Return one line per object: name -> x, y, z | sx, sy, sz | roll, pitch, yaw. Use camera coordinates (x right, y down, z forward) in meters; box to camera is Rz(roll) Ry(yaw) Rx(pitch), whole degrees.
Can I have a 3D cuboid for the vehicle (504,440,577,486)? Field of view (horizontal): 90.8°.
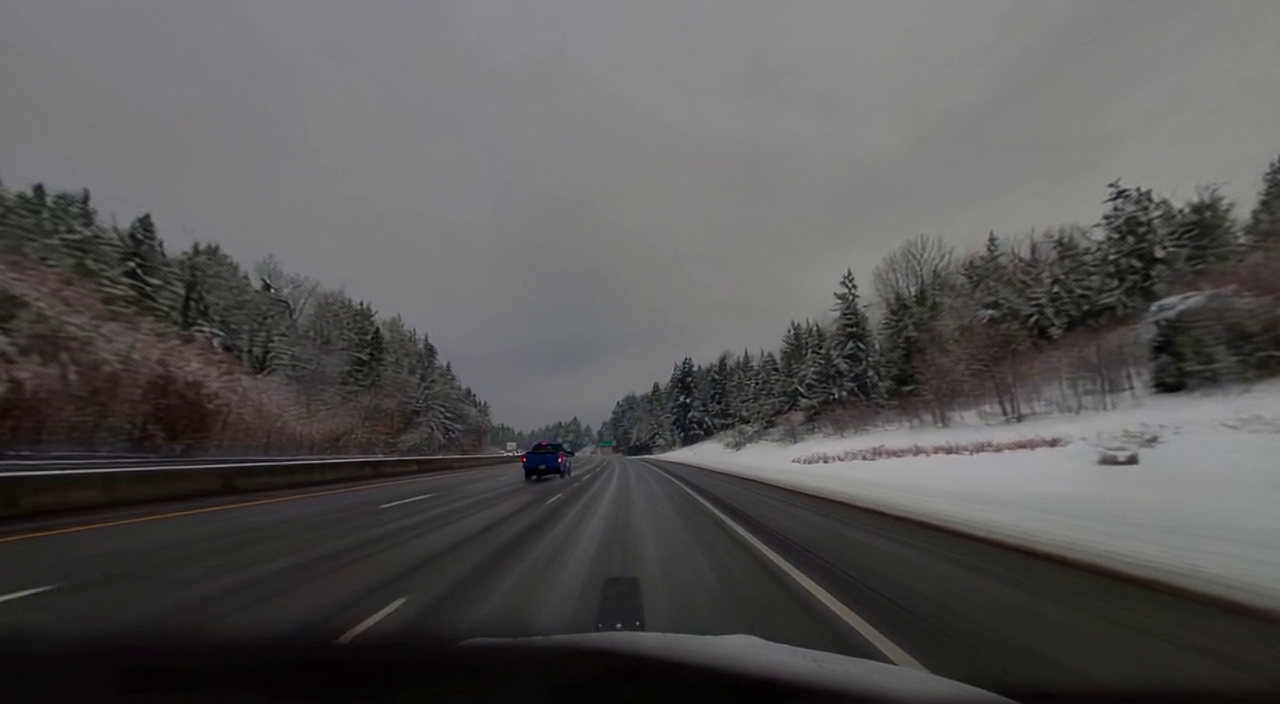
vehicle -> -3.990, 4.563, 26.208 | 2.279, 1.683, 4.726 | 0, -9, -1
